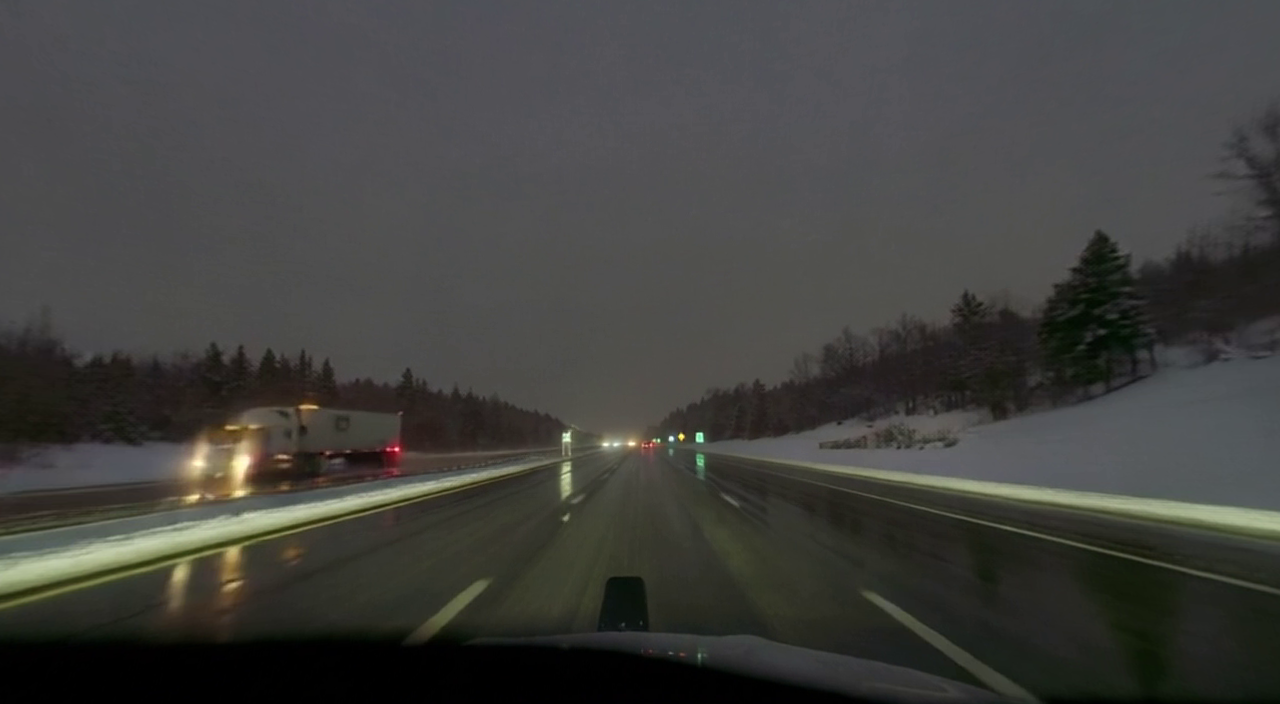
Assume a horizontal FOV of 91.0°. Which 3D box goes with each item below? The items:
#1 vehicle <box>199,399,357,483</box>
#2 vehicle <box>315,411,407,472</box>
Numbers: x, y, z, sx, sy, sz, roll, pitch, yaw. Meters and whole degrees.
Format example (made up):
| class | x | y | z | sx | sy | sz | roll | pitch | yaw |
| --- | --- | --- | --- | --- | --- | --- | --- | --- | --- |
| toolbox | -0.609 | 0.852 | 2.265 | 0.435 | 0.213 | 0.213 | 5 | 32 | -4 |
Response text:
| class | x | y | z | sx | sy | sz | roll | pitch | yaw |
| --- | --- | --- | --- | --- | --- | --- | --- | --- | --- |
| vehicle | -20.261 | 5.141 | 36.337 | 2.981 | 4.105 | 10.065 | 0 | -8 | 0 |
| vehicle | -20.211 | 6.608 | 46.261 | 2.889 | 4.041 | 8.073 | 0 | -8 | 0 |
